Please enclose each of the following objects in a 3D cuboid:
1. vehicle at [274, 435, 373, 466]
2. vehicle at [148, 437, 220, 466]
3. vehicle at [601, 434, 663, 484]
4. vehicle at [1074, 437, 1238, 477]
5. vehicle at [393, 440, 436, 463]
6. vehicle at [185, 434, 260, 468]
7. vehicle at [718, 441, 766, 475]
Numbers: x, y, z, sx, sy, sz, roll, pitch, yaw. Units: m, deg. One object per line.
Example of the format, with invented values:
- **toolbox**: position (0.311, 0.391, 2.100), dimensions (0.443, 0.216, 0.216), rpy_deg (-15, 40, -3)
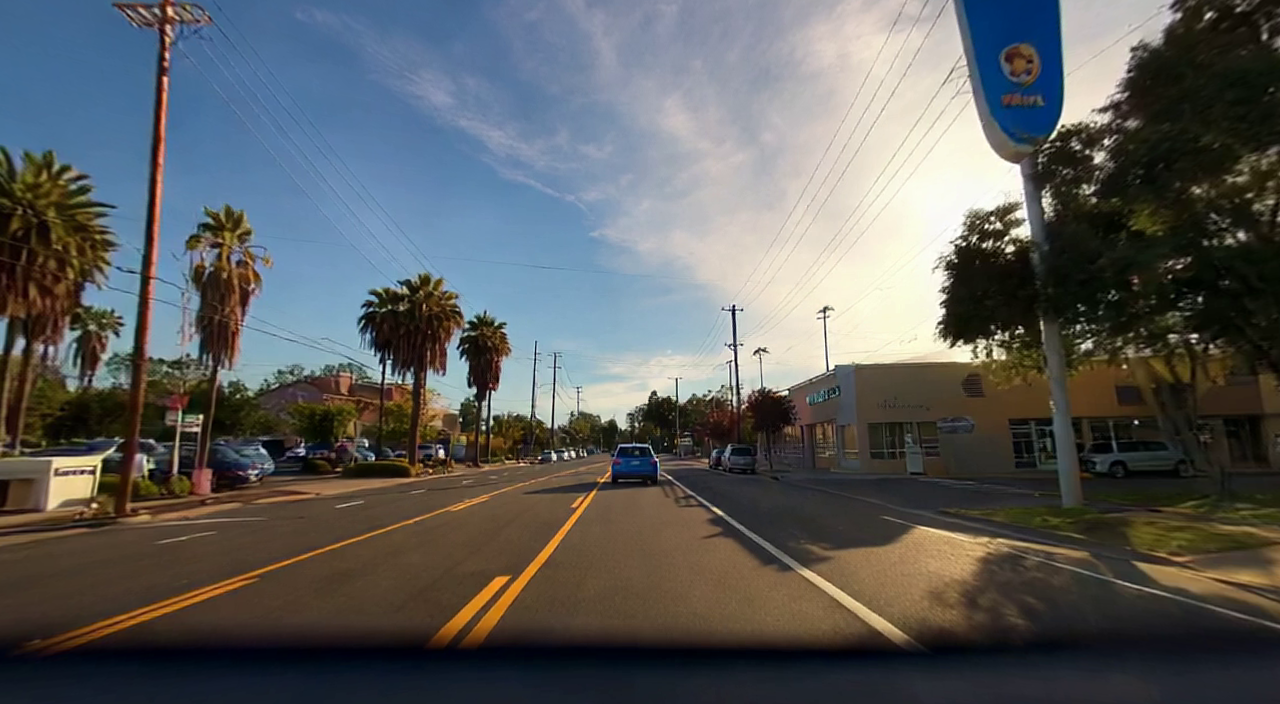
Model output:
- **vehicle**: position (-19.198, 5.971, 38.339), dimensions (4.976, 1.741, 1.986), rpy_deg (7, -11, -40)
- **vehicle**: position (-25.019, 5.483, 34.680), dimensions (1.760, 1.501, 3.655), rpy_deg (2, -9, -12)
- **vehicle**: position (-0.324, 4.283, 25.515), dimensions (2.264, 1.798, 4.563), rpy_deg (0, -8, -1)
- **vehicle**: position (20.164, 4.111, 24.750), dimensions (4.707, 1.461, 1.994), rpy_deg (0, -9, -2)
- **vehicle**: position (-17.788, 7.853, 49.866), dimensions (2.084, 1.678, 4.707), rpy_deg (1, -9, -7)
- **vehicle**: position (-22.159, 5.261, 33.603), dimensions (1.860, 1.656, 4.483), rpy_deg (2, -9, -14)
- **vehicle**: position (5.828, 6.092, 36.455), dimensions (1.945, 1.791, 4.460), rpy_deg (0, -9, -1)
